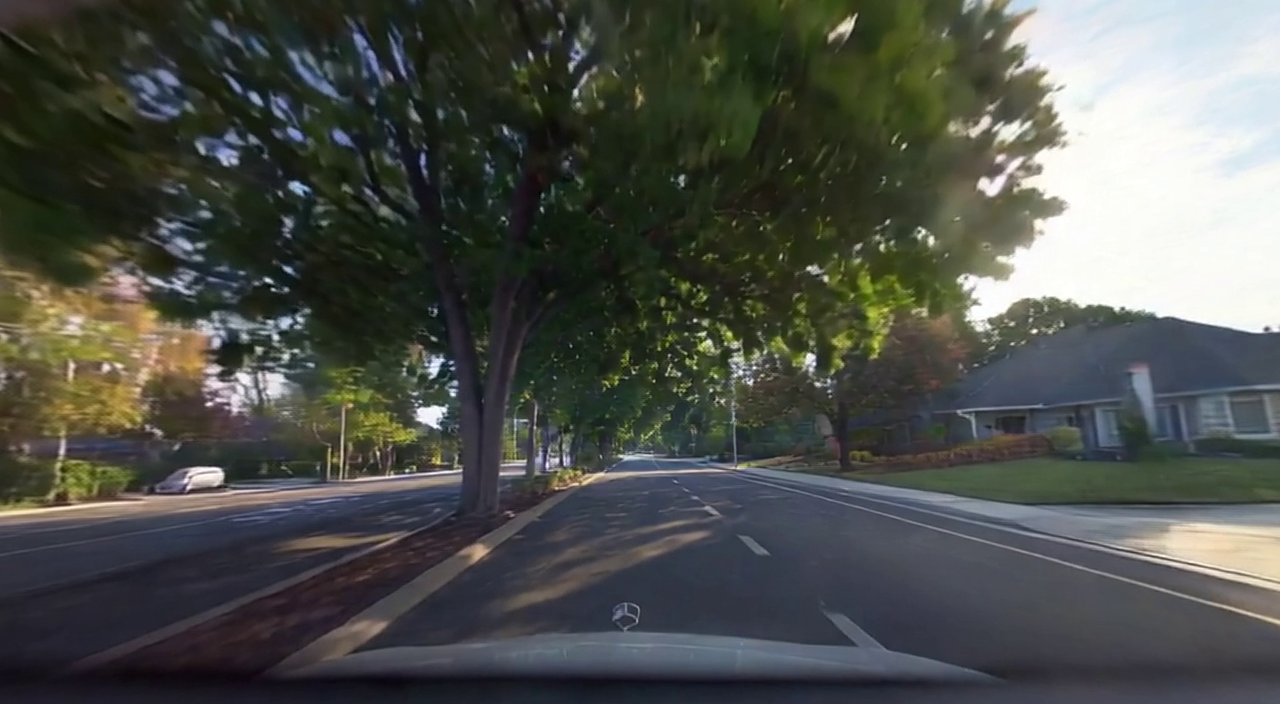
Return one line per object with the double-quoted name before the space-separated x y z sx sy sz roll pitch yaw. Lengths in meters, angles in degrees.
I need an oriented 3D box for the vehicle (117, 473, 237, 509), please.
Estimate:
"vehicle" -26.304 7.911 36.027 5.040 1.748 2.186 -1 -9 -1
